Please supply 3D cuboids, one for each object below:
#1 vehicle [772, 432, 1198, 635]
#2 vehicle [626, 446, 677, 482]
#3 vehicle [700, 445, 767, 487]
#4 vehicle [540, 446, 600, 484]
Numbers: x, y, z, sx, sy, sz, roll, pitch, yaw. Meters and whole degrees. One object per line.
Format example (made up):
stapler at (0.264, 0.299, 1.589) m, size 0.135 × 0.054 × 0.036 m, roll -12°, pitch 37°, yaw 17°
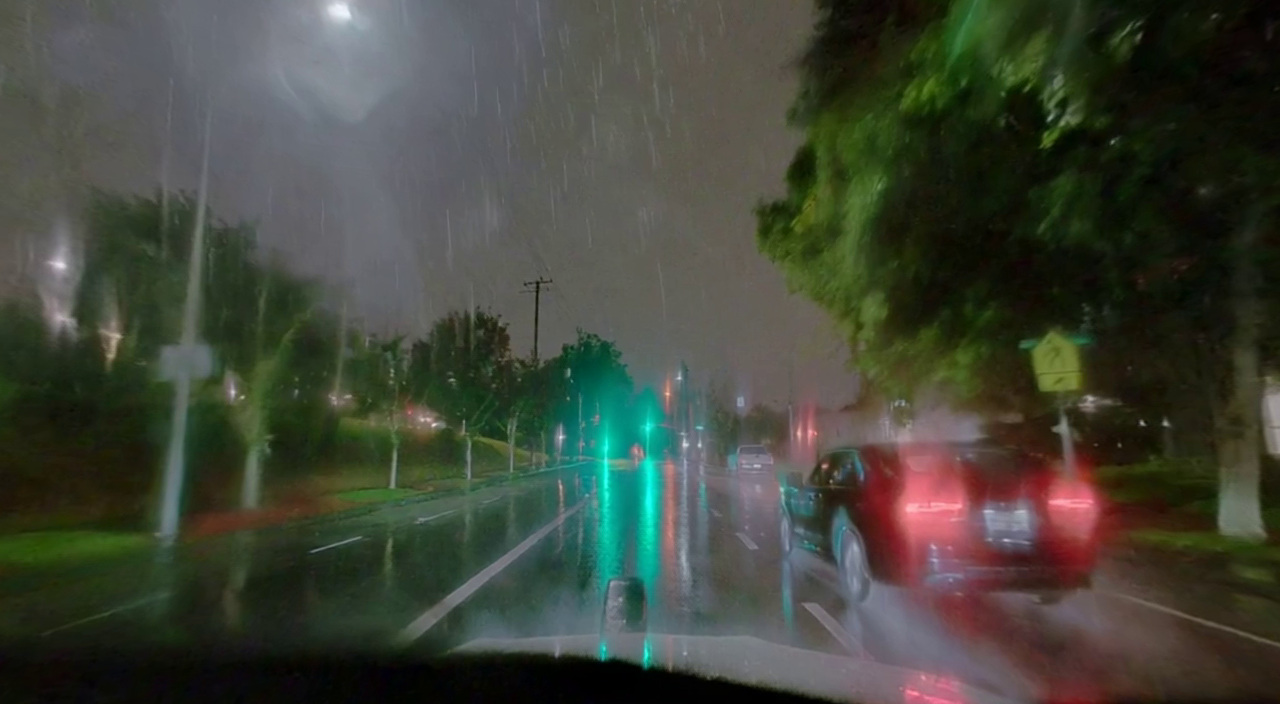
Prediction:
vehicle at (3.044, 1.681, 6.970) m, size 2.158 × 1.483 × 4.415 m, roll 0°, pitch -8°, yaw -1°
vehicle at (0.485, 4.914, 28.088) m, size 2.101 × 1.467 × 4.210 m, roll 0°, pitch -8°, yaw 0°
vehicle at (3.572, 4.417, 24.764) m, size 1.943 × 1.484 × 4.030 m, roll 0°, pitch -8°, yaw -1°
vehicle at (-2.967, 4.891, 27.634) m, size 2.012 × 1.505 × 4.205 m, roll -1°, pitch -9°, yaw 2°
